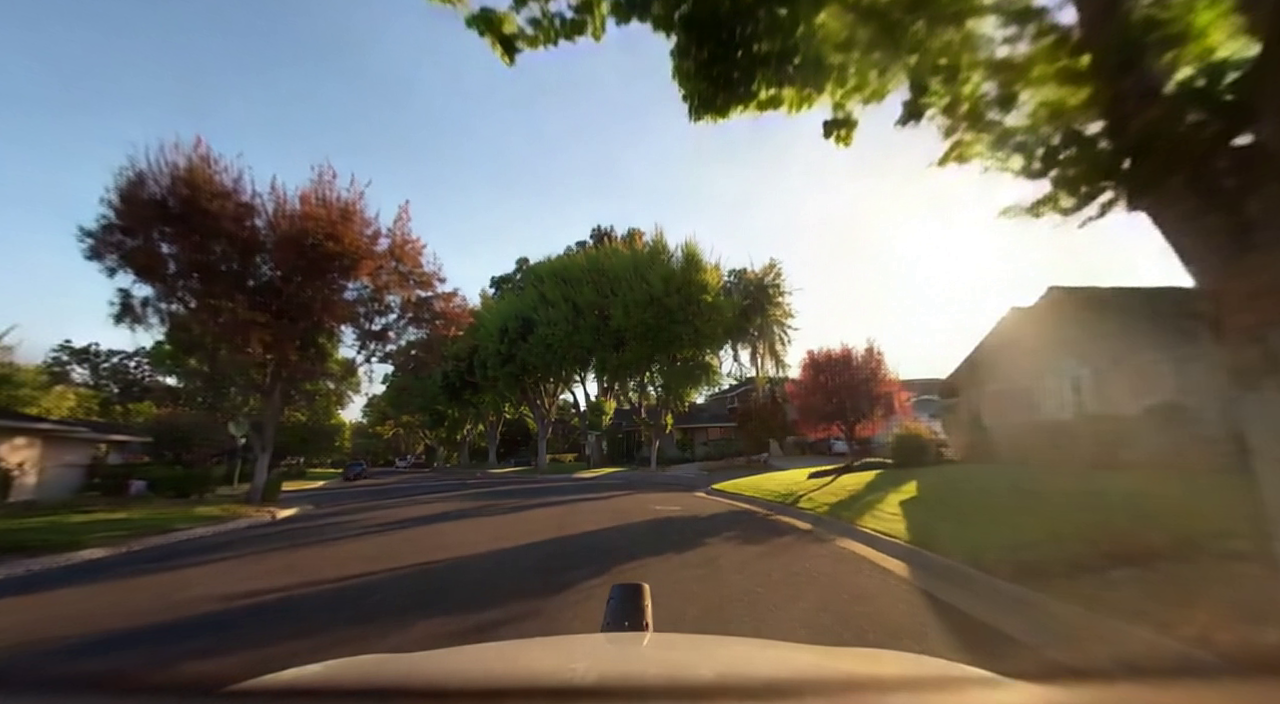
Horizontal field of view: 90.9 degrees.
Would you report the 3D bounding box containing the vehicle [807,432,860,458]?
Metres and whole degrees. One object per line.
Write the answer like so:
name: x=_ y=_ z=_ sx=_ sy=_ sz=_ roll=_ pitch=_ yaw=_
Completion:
vehicle: x=14.387 y=7.011 z=47.159 sx=1.992 sy=1.813 sz=5.079 roll=0 pitch=-9 yaw=-5
